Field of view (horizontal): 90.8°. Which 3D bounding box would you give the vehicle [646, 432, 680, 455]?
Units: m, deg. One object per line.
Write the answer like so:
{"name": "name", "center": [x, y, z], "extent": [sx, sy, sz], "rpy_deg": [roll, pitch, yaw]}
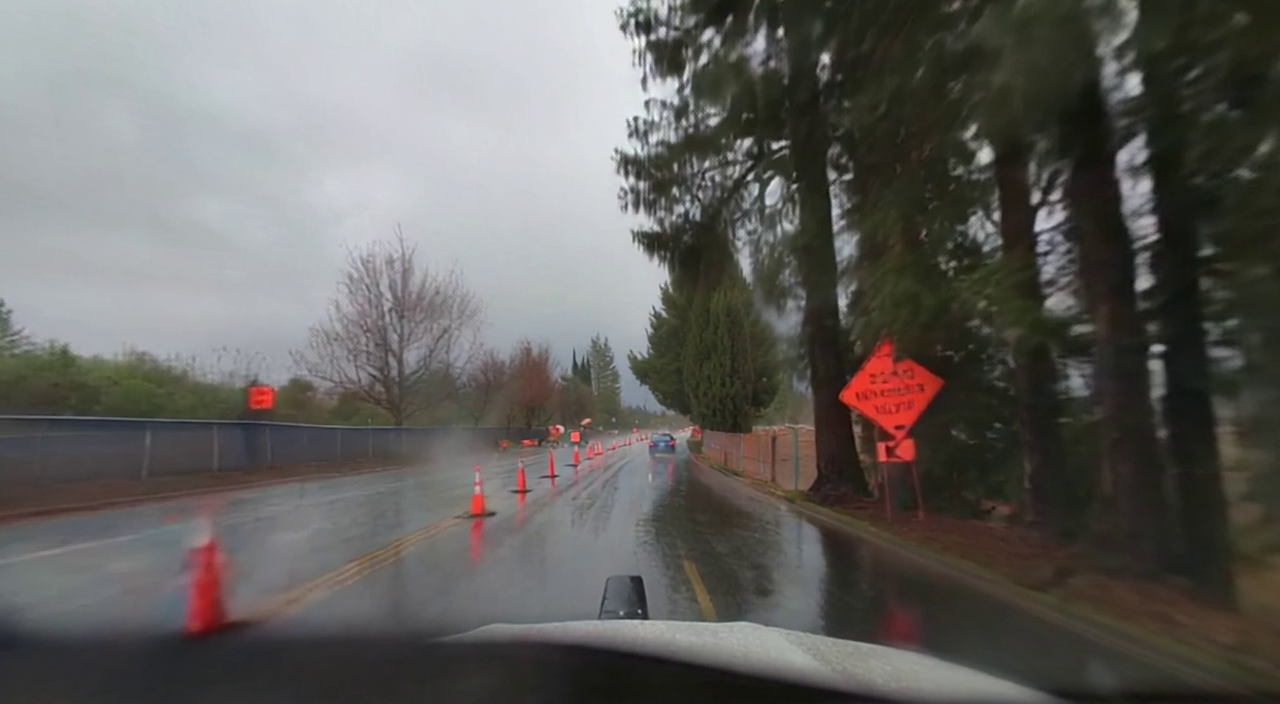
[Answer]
{"name": "vehicle", "center": [1.577, 6.246, 43.141], "extent": [2.172, 1.486, 3.581], "rpy_deg": [-1, -8, 2]}
